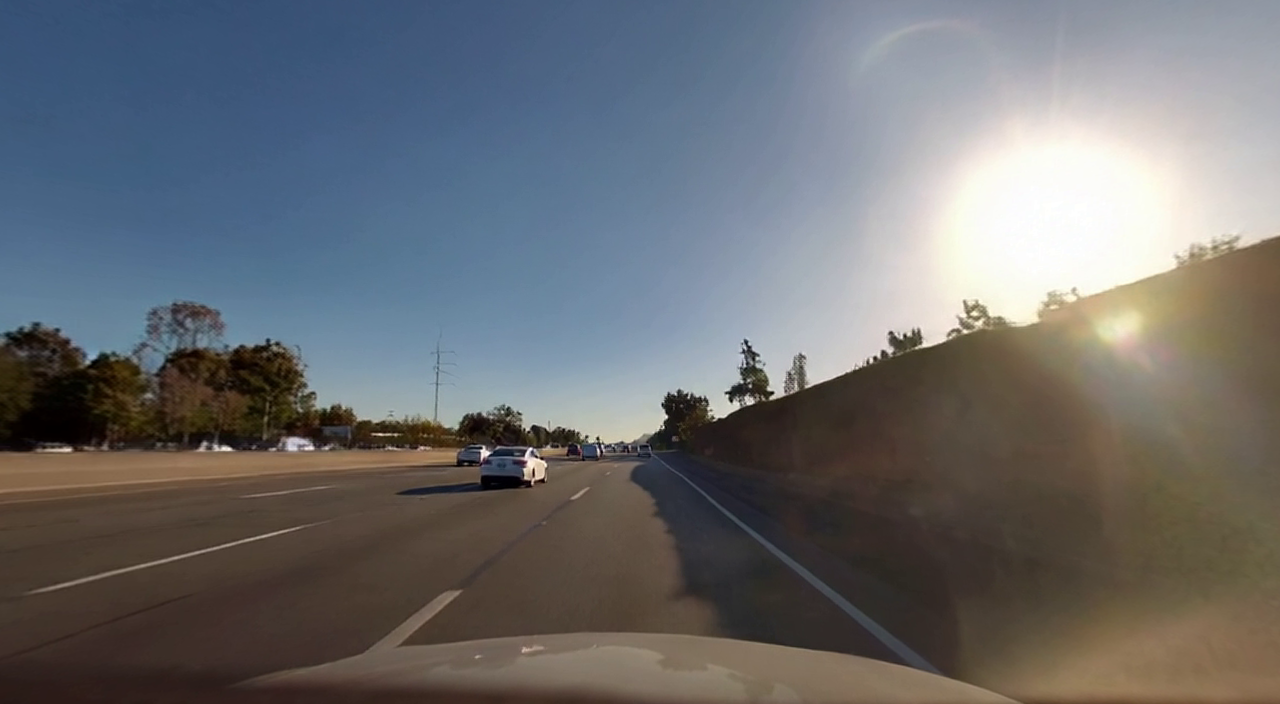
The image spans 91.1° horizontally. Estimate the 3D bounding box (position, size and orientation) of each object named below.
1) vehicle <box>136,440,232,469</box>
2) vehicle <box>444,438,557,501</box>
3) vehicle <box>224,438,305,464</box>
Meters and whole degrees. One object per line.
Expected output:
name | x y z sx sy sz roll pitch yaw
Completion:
vehicle | -24.522 5.505 33.983 1.812 1.484 4.465 0 -8 0
vehicle | -3.651 3.153 17.413 1.945 1.484 4.803 0 -8 1
vehicle | -28.332 7.485 47.725 2.193 1.808 6.391 0 -8 1
